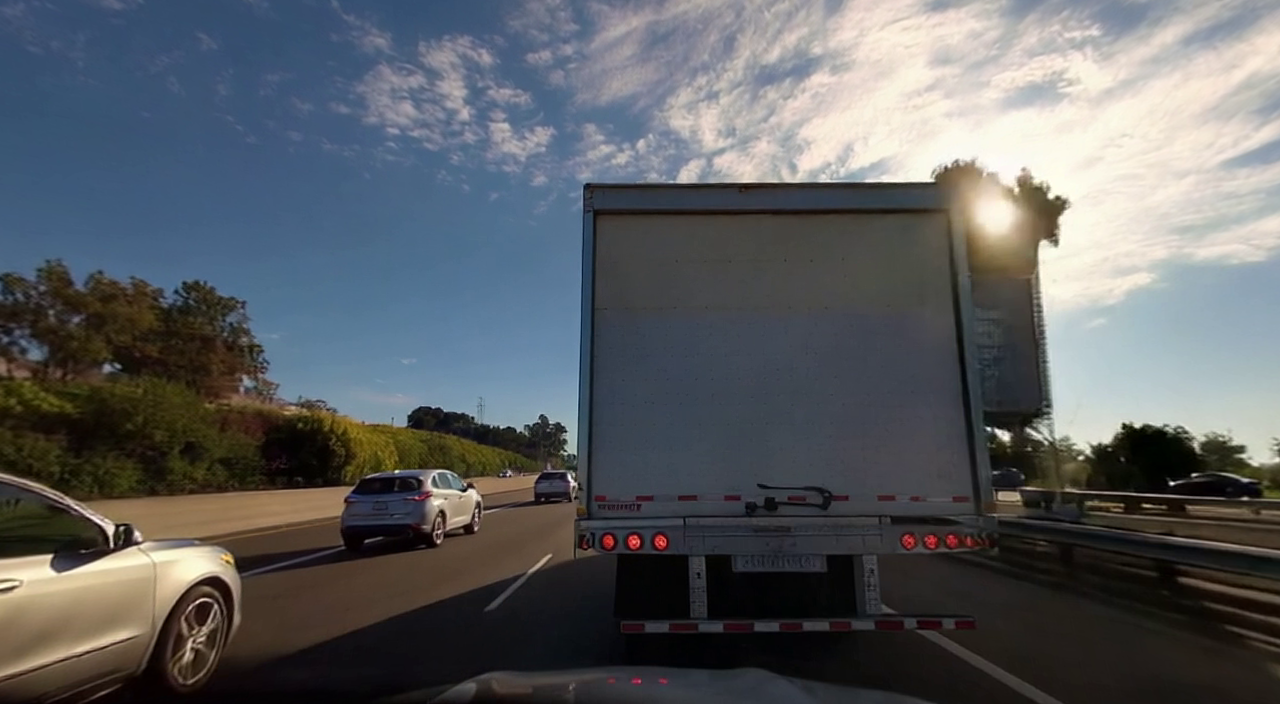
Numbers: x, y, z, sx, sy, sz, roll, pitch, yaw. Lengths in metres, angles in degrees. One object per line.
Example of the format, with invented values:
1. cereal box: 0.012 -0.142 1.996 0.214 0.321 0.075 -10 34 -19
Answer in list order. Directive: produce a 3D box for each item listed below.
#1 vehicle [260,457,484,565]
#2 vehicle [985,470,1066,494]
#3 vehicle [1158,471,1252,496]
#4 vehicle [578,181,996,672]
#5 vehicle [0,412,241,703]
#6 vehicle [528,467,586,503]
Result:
1. vehicle: -4.292 2.637 11.060 1.946 1.469 4.431 1 -11 0
2. vehicle: 25.496 8.623 41.828 4.299 1.465 1.807 -4 -11 23
3. vehicle: 35.409 8.233 39.581 3.974 1.485 1.709 -1 -11 8
4. vehicle: 1.003 1.213 8.862 2.831 3.529 8.689 1 -11 0
5. vehicle: -3.467 0.802 1.423 1.983 1.509 4.679 0 -11 1
6. vehicle: -3.678 5.999 28.711 1.964 1.482 4.371 0 -11 1
